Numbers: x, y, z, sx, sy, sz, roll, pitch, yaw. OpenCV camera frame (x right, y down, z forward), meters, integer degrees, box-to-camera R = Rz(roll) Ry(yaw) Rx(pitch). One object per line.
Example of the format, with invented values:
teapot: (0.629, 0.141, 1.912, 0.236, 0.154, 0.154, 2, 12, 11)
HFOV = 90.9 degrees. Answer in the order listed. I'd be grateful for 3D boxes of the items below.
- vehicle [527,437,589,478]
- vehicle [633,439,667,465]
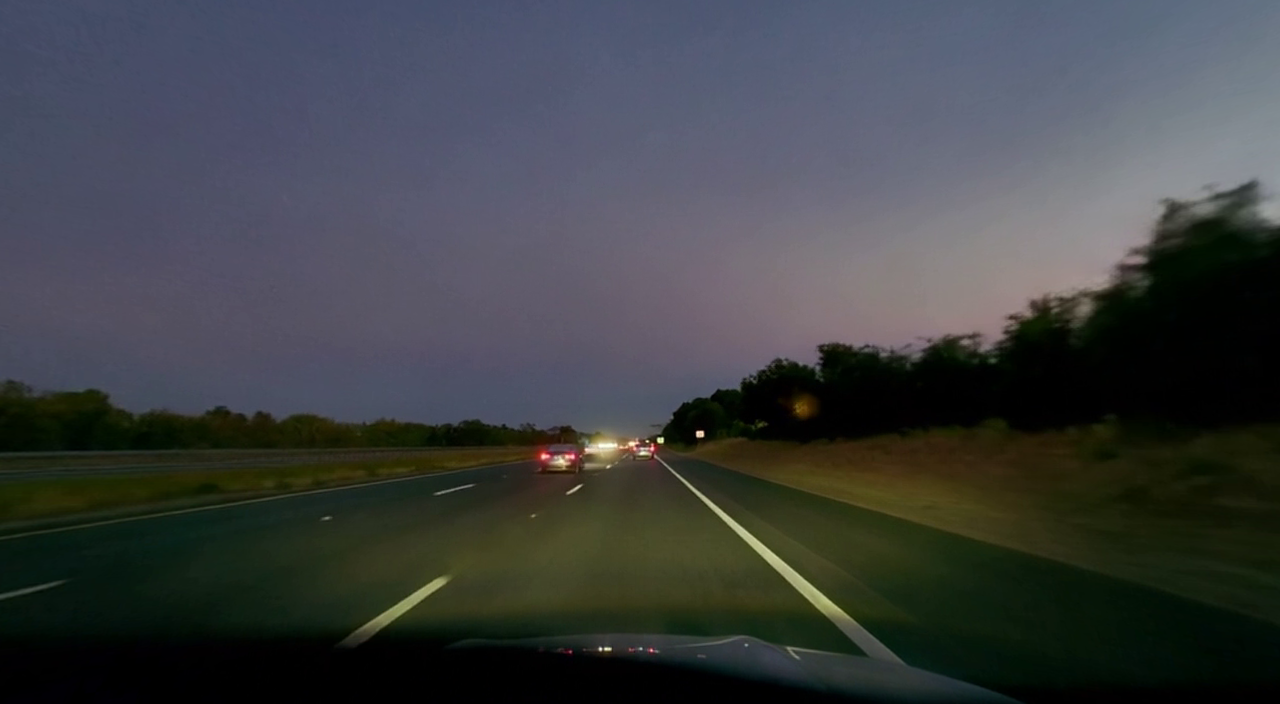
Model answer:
vehicle: (-3.527, 4.628, 27.943, 2.028, 1.634, 4.441, -1, -8, 2)
vehicle: (0.734, 6.954, 44.163, 2.259, 1.697, 4.106, 0, -8, 1)
